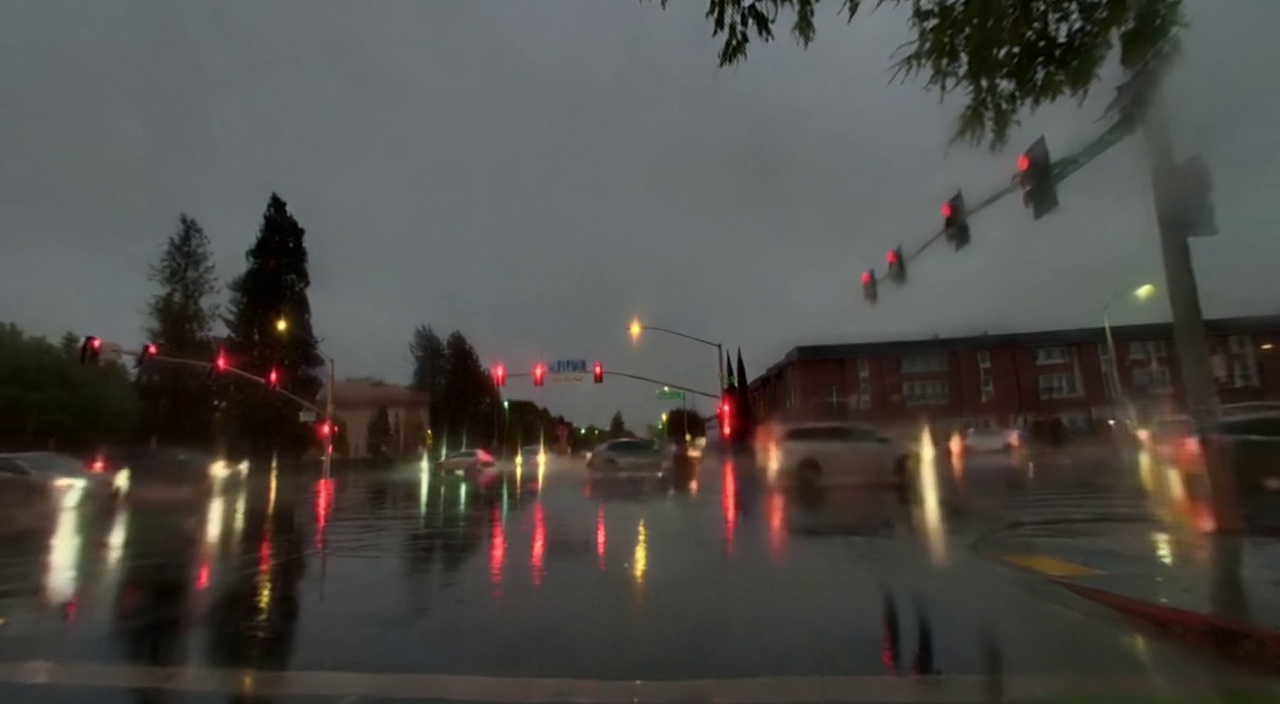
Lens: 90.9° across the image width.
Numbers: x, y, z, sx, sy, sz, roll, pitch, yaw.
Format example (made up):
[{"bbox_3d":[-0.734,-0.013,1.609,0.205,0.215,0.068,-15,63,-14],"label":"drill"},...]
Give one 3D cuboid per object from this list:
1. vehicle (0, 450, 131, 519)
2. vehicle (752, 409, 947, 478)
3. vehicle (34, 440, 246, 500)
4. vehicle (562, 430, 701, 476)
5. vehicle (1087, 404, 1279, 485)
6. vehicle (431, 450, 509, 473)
[{"bbox_3d":[-15.477,3.170,15.344,4.808,1.517,1.806,-1,-9,6],"label":"vehicle"},{"bbox_3d":[5.556,2.538,17.371,4.673,1.740,2.150,-1,-9,6],"label":"vehicle"},{"bbox_3d":[-15.415,3.637,19.624,4.972,1.696,2.148,-1,-9,6],"label":"vehicle"},{"bbox_3d":[-0.218,3.478,21.749,4.606,1.479,1.821,-1,-9,6],"label":"vehicle"},{"bbox_3d":[12.032,1.824,12.494,4.715,1.472,1.905,-1,-9,6],"label":"vehicle"},{"bbox_3d":[-11.243,7.236,41.763,4.608,1.481,1.815,-1,-9,6],"label":"vehicle"}]
